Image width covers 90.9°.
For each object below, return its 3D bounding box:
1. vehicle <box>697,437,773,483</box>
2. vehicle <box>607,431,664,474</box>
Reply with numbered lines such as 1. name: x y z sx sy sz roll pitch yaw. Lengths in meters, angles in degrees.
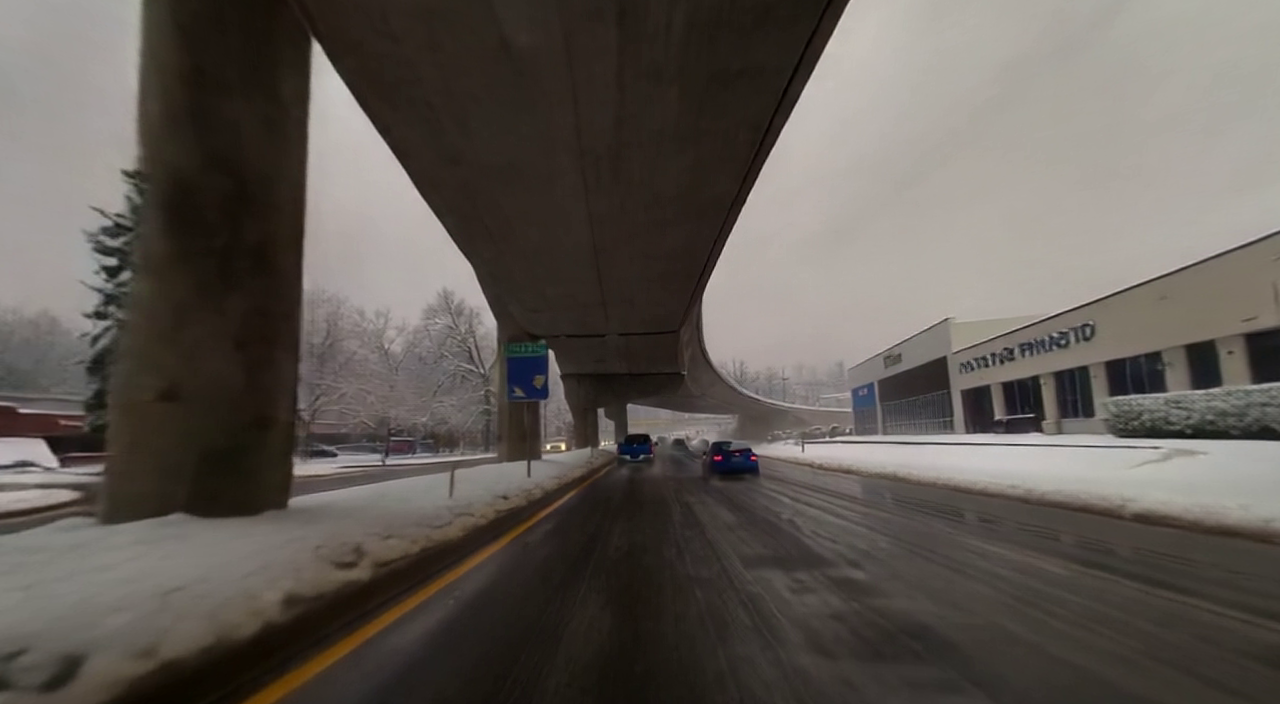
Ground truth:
1. vehicle: 3.323 3.857 22.956 1.954 1.479 4.557 0 -8 -1
2. vehicle: -0.150 4.590 29.145 2.441 1.813 4.581 0 -8 1
